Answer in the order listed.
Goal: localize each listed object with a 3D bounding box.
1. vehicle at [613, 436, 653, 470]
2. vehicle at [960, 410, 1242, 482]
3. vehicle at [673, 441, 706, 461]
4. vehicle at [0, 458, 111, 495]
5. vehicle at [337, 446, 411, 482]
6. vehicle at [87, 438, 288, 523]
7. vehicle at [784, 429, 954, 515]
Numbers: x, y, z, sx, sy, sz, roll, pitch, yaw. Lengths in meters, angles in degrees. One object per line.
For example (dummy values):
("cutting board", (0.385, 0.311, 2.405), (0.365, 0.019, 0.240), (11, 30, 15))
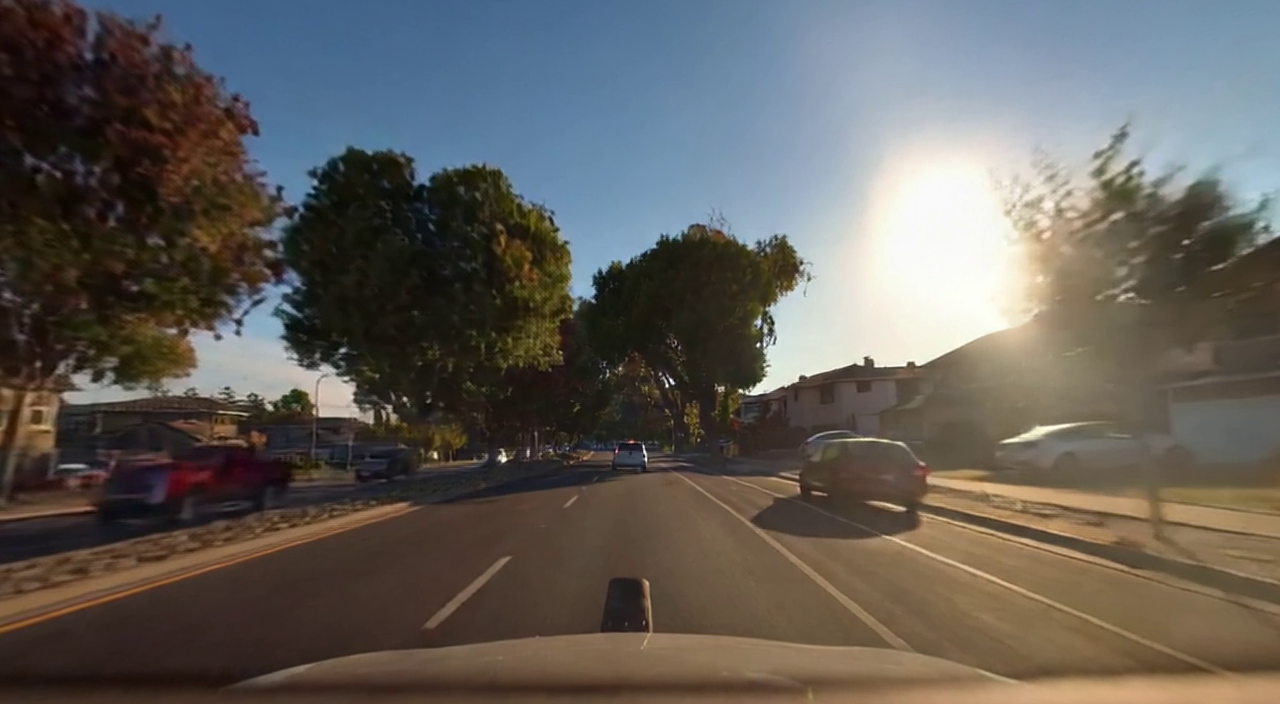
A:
("vehicle", (-0.386, 5.333, 33.522), (2.024, 1.655, 4.301), (0, -8, -1))
("vehicle", (11.785, 2.449, 16.492), (5.538, 1.703, 2.286), (0, -9, 0))
("vehicle", (3.782, 7.663, 48.951), (2.045, 1.517, 4.394), (0, -8, -2))
("vehicle", (-27.200, 5.608, 28.571), (4.644, 1.541, 1.873), (0, -8, -1))
("vehicle", (-14.846, 6.221, 35.528), (2.034, 1.810, 4.976), (-1, -8, -1))
("vehicle", (-11.340, 3.174, 16.299), (1.948, 1.725, 4.443), (-5, -8, 0))
("vehicle", (4.596, 2.454, 13.476), (2.020, 1.518, 4.255), (0, -8, 0))
